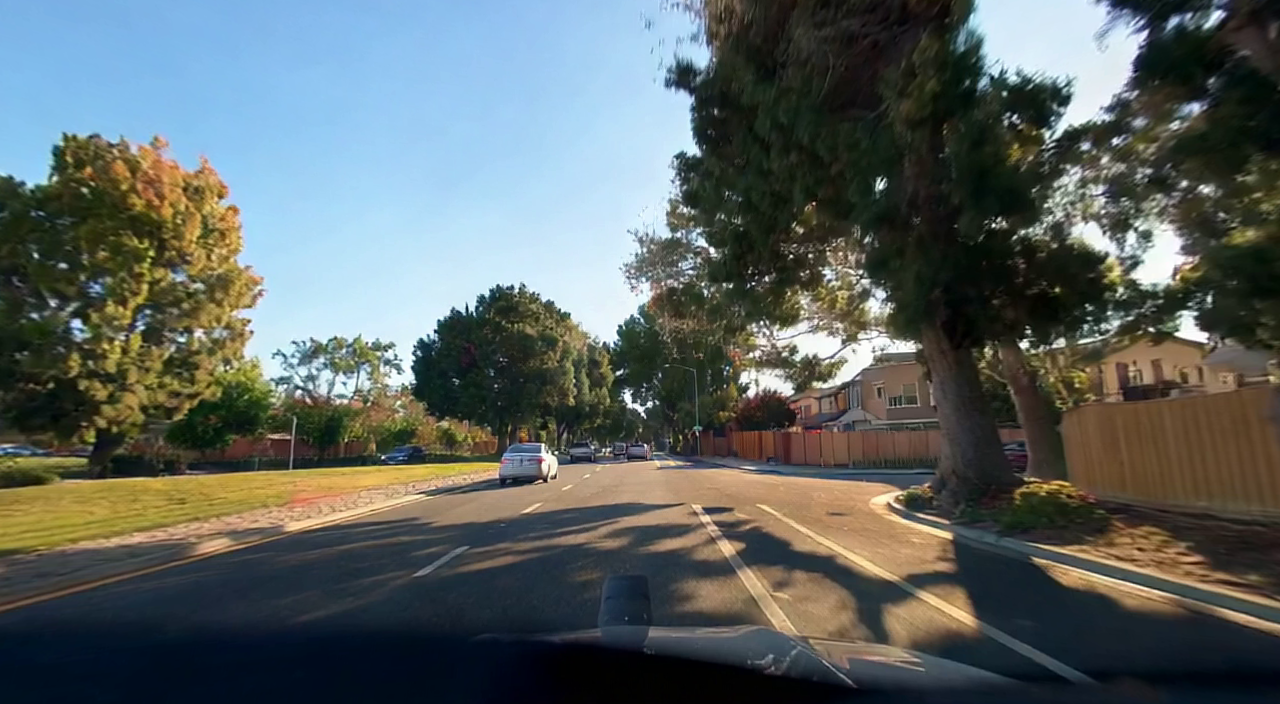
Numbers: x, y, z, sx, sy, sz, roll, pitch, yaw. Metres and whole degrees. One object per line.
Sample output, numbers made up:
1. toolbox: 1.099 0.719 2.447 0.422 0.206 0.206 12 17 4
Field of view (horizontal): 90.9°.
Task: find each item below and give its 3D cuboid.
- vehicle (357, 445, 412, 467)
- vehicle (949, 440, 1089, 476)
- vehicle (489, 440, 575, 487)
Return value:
1. vehicle: -19.836 8.063 49.138 2.041 1.566 5.174 0 -8 1
2. vehicle: 17.197 4.825 28.814 4.970 1.575 2.140 0 -8 1
3. vehicle: -3.665 3.897 22.331 2.188 1.473 4.651 0 -8 1
